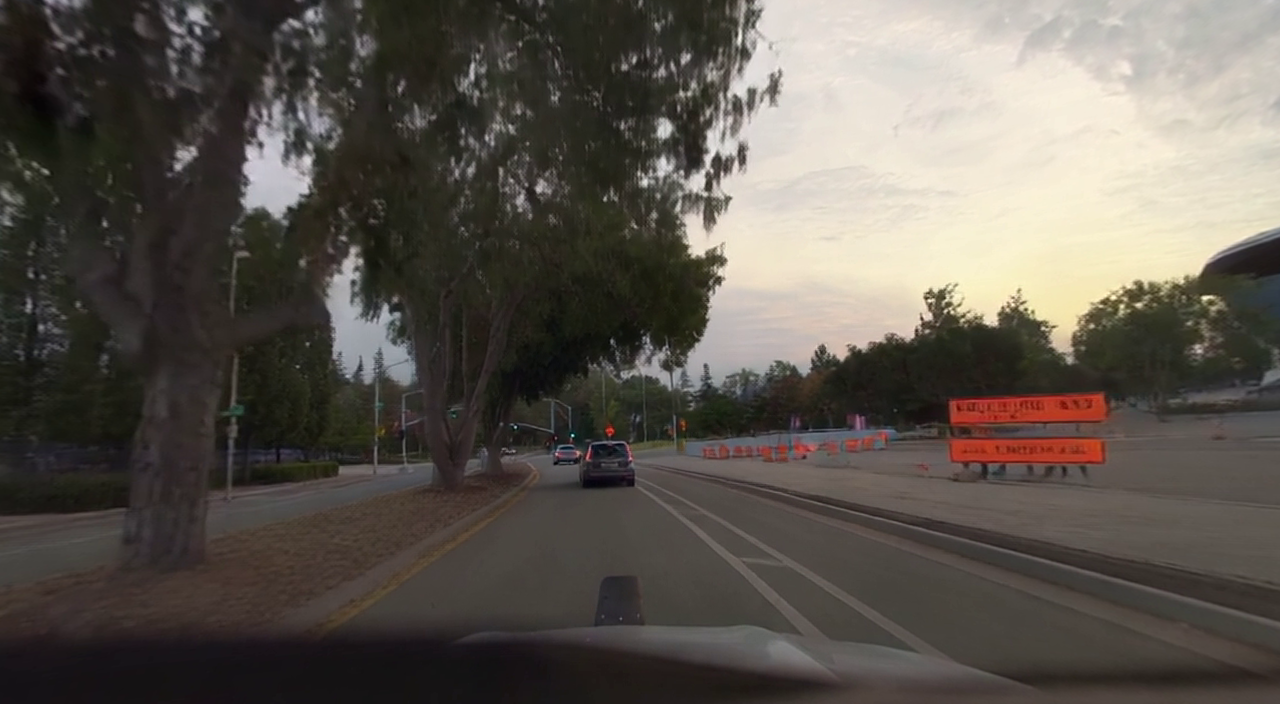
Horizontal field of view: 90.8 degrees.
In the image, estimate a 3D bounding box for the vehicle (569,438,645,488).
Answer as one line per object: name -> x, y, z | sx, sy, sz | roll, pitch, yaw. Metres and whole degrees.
vehicle -> -1.269, 3.764, 21.829 | 2.266, 1.508, 4.430 | 1, -8, -7
